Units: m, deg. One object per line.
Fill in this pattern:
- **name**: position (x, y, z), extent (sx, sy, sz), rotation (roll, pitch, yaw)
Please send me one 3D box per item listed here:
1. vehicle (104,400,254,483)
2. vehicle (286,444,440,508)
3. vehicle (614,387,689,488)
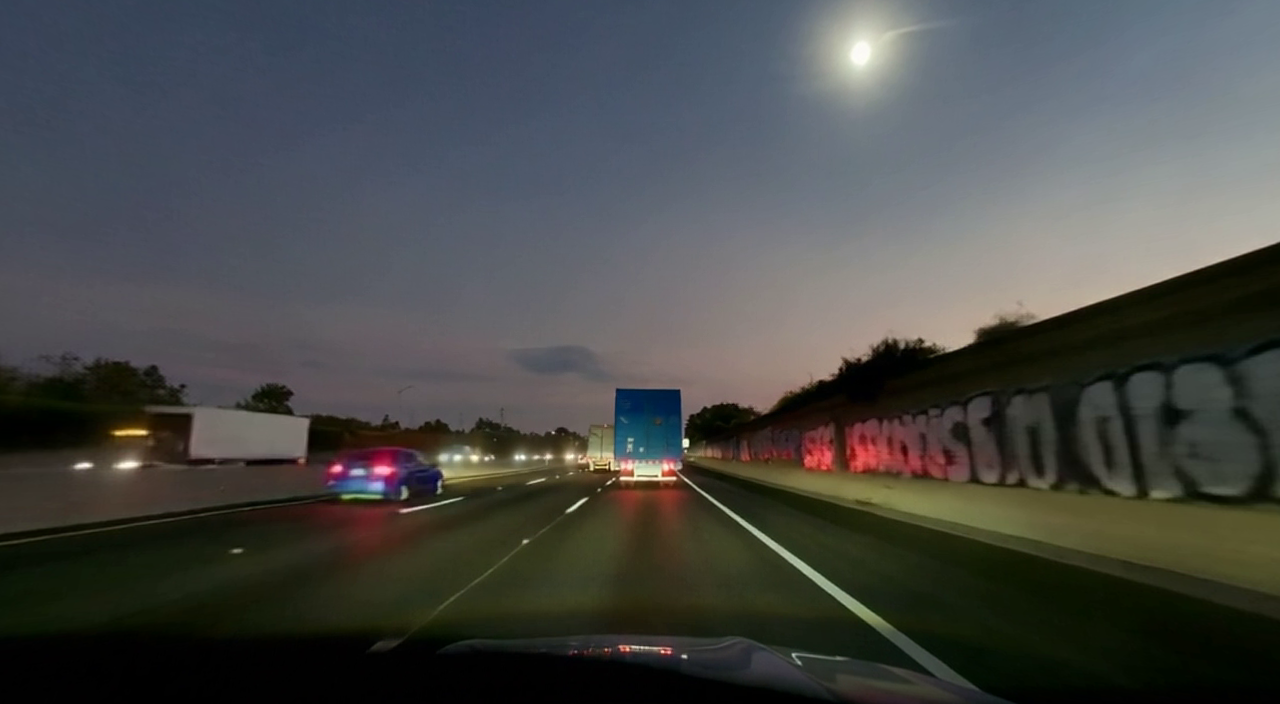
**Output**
- **vehicle**: position (-23.849, 4.738, 33.117), extent (2.940, 3.893, 6.068), rotation (0, -9, 2)
- **vehicle**: position (-7.447, 3.373, 17.630), extent (1.998, 1.529, 4.850), rotation (0, -9, 1)
- **vehicle**: position (0.489, 4.292, 30.911), extent (2.997, 4.069, 10.871), rotation (0, -9, 0)
